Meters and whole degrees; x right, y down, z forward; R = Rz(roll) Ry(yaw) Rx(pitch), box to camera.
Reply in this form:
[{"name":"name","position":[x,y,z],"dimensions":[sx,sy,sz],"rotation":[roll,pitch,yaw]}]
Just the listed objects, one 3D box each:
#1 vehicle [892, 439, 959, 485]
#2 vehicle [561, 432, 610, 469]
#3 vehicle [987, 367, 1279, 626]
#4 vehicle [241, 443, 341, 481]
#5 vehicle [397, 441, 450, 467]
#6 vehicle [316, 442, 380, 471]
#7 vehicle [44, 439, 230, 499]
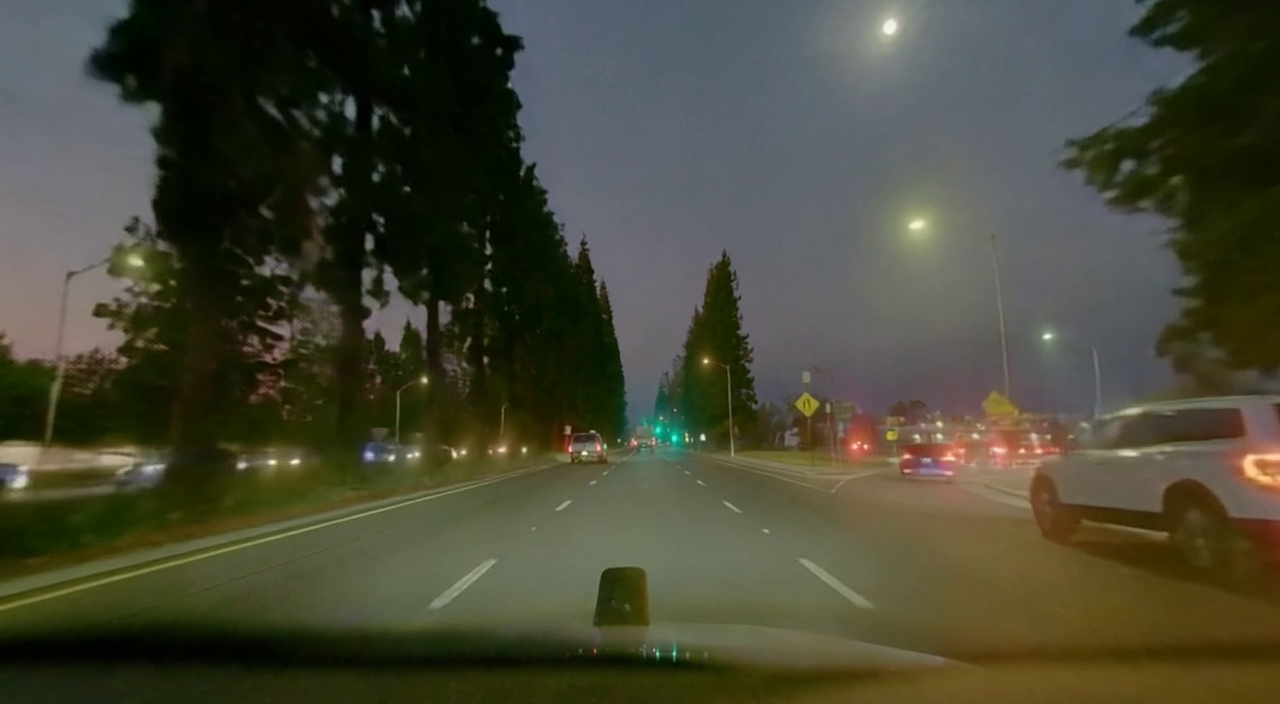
[{"name":"vehicle","position":[12.077,4.614,26.869],"dimensions":[2.280,1.757,4.572],"rotation":[-4,-9,22]},{"name":"vehicle","position":[-3.054,5.683,36.430],"dimensions":[2.255,1.940,4.822],"rotation":[0,-9,2]},{"name":"vehicle","position":[6.550,1.493,7.273],"dimensions":[2.381,2.008,5.971],"rotation":[-1,-9,8]},{"name":"vehicle","position":[-16.477,5.195,30.092],"dimensions":[2.042,1.654,4.603],"rotation":[0,-9,1]},{"name":"vehicle","position":[-16.008,7.564,46.935],"dimensions":[2.182,1.790,4.713],"rotation":[0,-9,1]},{"name":"vehicle","position":[-19.692,7.058,42.760],"dimensions":[2.036,1.770,4.623],"rotation":[1,-9,0]},{"name":"vehicle","position":[-16.539,3.837,21.176],"dimensions":[2.163,1.761,4.848],"rotation":[0,-9,1]}]
